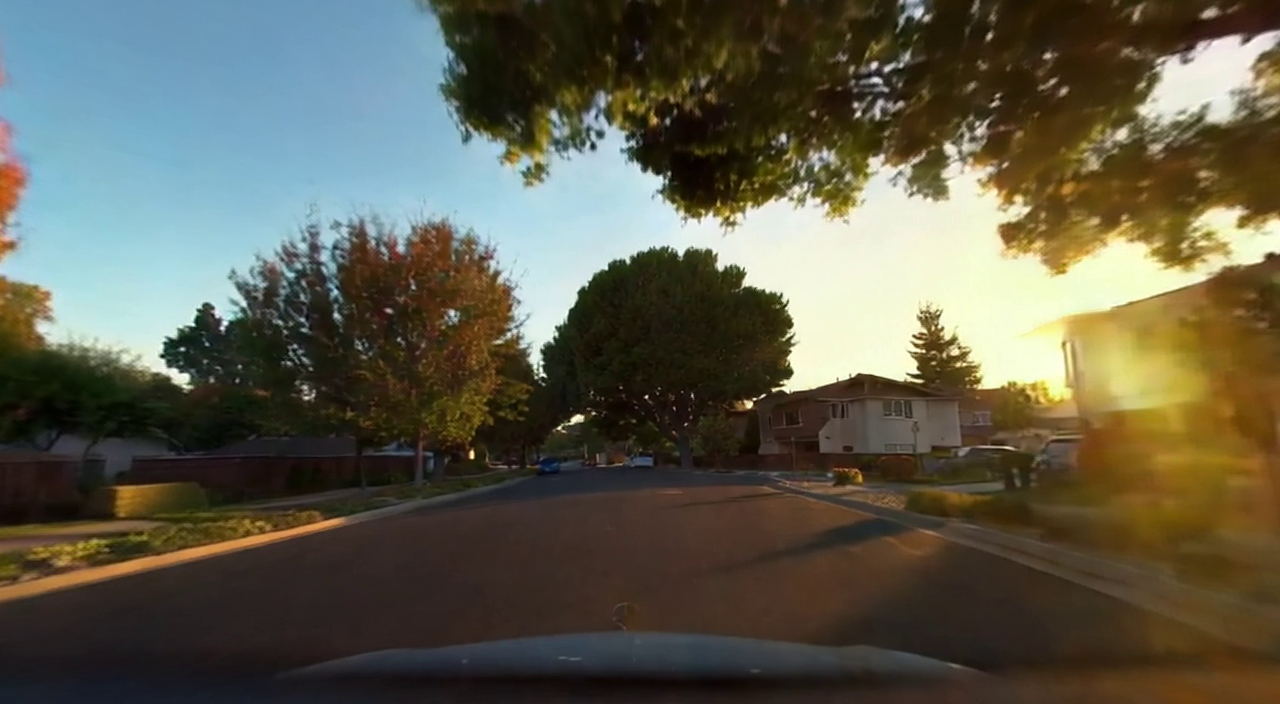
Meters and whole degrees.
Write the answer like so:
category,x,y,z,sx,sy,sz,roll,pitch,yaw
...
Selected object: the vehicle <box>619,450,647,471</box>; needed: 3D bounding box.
category,x,y,z,sx,sy,sz,roll,pitch,yaw
vehicle,-0.596,8.391,48.930,2.064,1.477,3.968,0,-9,-2
